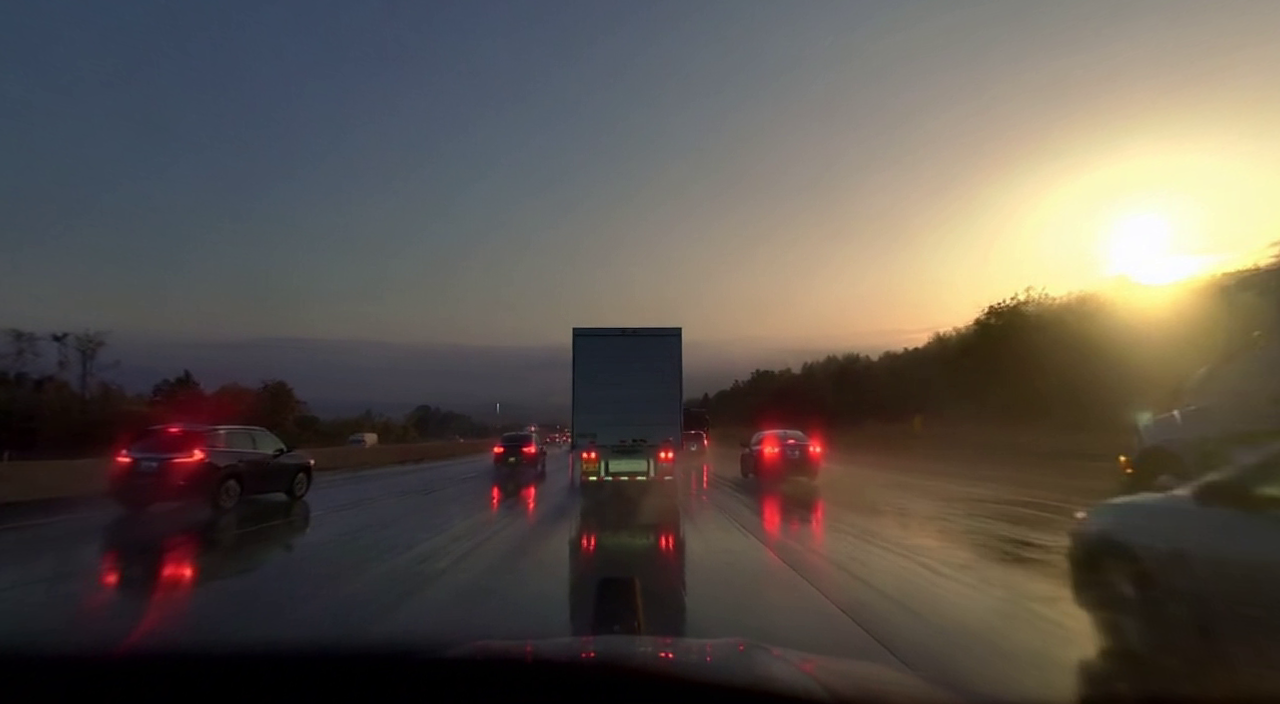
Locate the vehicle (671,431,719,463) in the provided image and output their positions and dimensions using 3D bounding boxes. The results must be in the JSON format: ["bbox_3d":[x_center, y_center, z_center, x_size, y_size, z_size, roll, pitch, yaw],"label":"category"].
[{"bbox_3d":[2.723,4.808,32.141,1.976,1.513,4.065,0,-8,-1],"label":"vehicle"}]

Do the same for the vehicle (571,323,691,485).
[{"bbox_3d":[-0.402,1.930,20.616,2.938,4.033,9.980,0,-8,-2],"label":"vehicle"}]

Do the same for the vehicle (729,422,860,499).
[{"bbox_3d":[3.416,2.469,14.801,1.945,1.529,4.129,0,-8,-1],"label":"vehicle"}]

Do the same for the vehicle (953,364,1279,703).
[{"bbox_3d":[3.315,0.777,2.032,1.999,1.523,4.882,0,-8,-1],"label":"vehicle"}]

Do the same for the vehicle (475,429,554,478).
[{"bbox_3d":[-4.102,3.377,21.205,1.882,1.493,3.828,0,-8,0],"label":"vehicle"}]

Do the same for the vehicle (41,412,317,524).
[{"bbox_3d":[-7.945,2.005,11.476,1.944,1.653,4.097,0,-8,-1],"label":"vehicle"}]
